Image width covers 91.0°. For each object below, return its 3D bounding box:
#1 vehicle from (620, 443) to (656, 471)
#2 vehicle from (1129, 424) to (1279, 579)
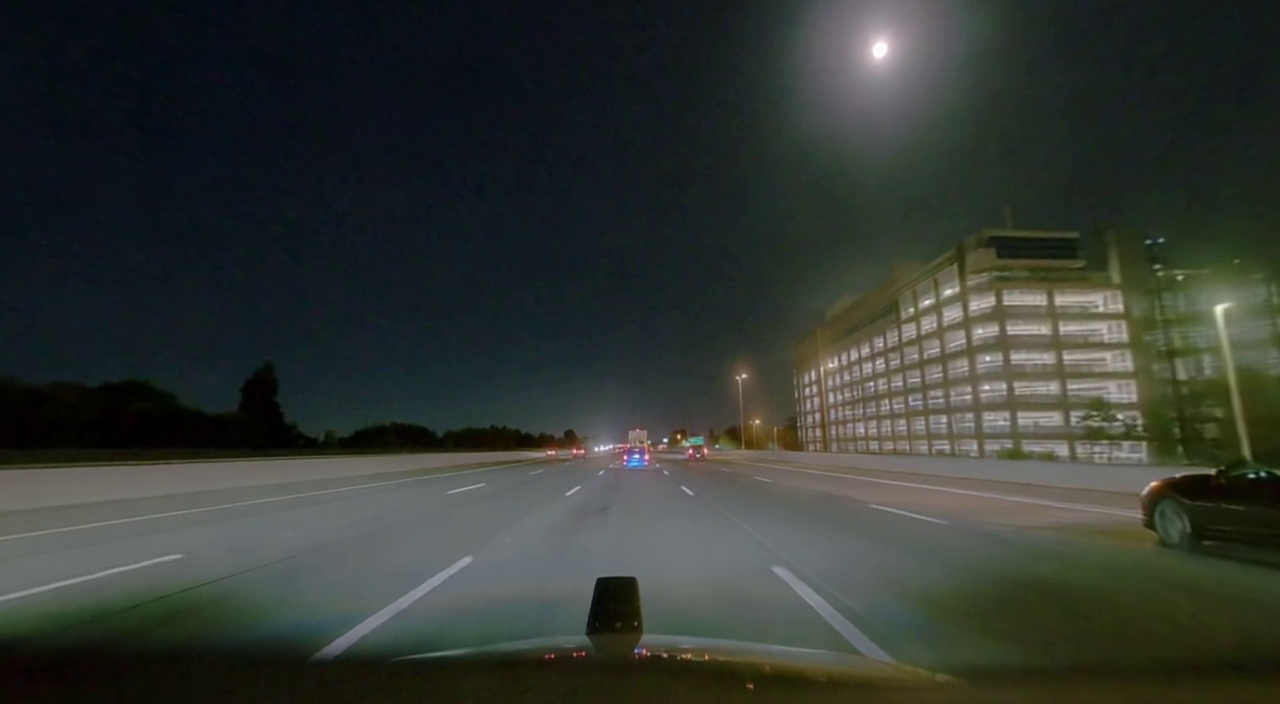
[{"bbox_3d":[-0.108,6.132,37.082,2.036,1.542,3.891,0,-8,0],"label":"vehicle"},{"bbox_3d":[7.245,1.382,5.604,1.937,1.498,4.710,0,-8,-1],"label":"vehicle"}]
